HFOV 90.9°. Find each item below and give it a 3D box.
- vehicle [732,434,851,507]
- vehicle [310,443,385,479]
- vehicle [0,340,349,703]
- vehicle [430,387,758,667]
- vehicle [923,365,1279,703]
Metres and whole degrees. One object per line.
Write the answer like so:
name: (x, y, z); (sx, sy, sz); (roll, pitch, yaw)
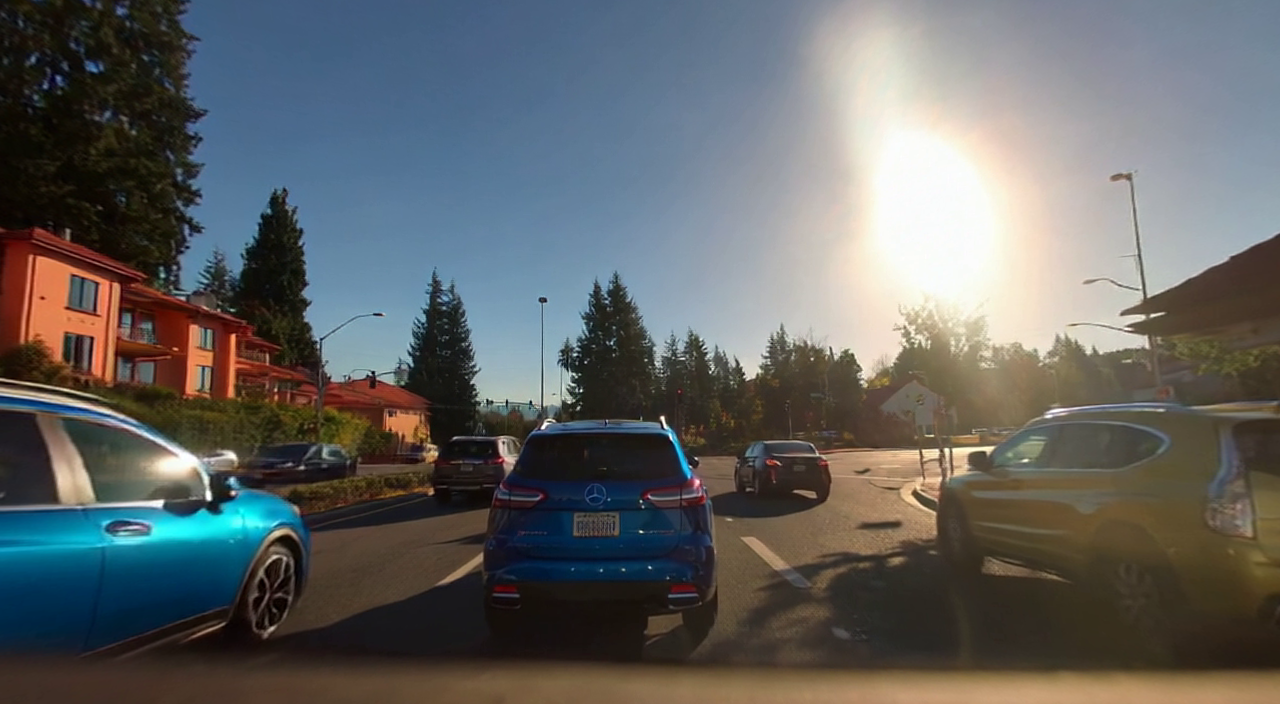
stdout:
vehicle: (3.545, 2.835, 15.548); (1.847, 1.554, 3.885); (0, -8, -2)
vehicle: (-15.401, 5.730, 33.462); (1.949, 1.744, 4.109); (0, -8, 1)
vehicle: (-3.466, 0.908, 2.906); (2.047, 1.741, 4.470); (0, -8, 1)
vehicle: (-0.208, 1.375, 6.008); (2.022, 1.700, 4.084); (0, -9, 2)
vehicle: (4.242, 1.250, 5.196); (2.014, 1.740, 4.515); (-1, -8, 5)
